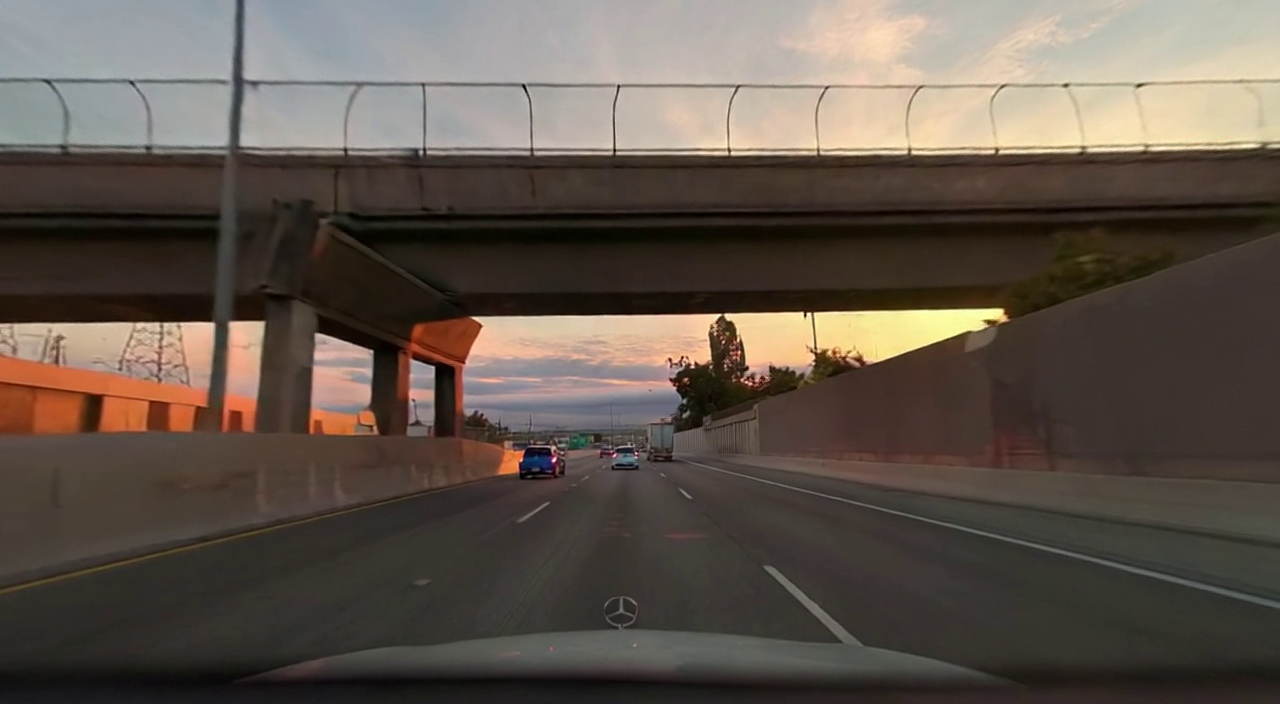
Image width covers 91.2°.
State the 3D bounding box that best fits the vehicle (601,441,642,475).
[{"bbox_3d":[-0.912,5.465,32.376,2.004,1.615,4.113,0,-9,0],"label":"vehicle"}]

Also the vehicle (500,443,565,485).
[{"bbox_3d":[-4.276,4.516,25.530,1.987,1.548,3.981,0,-9,-1],"label":"vehicle"}]
